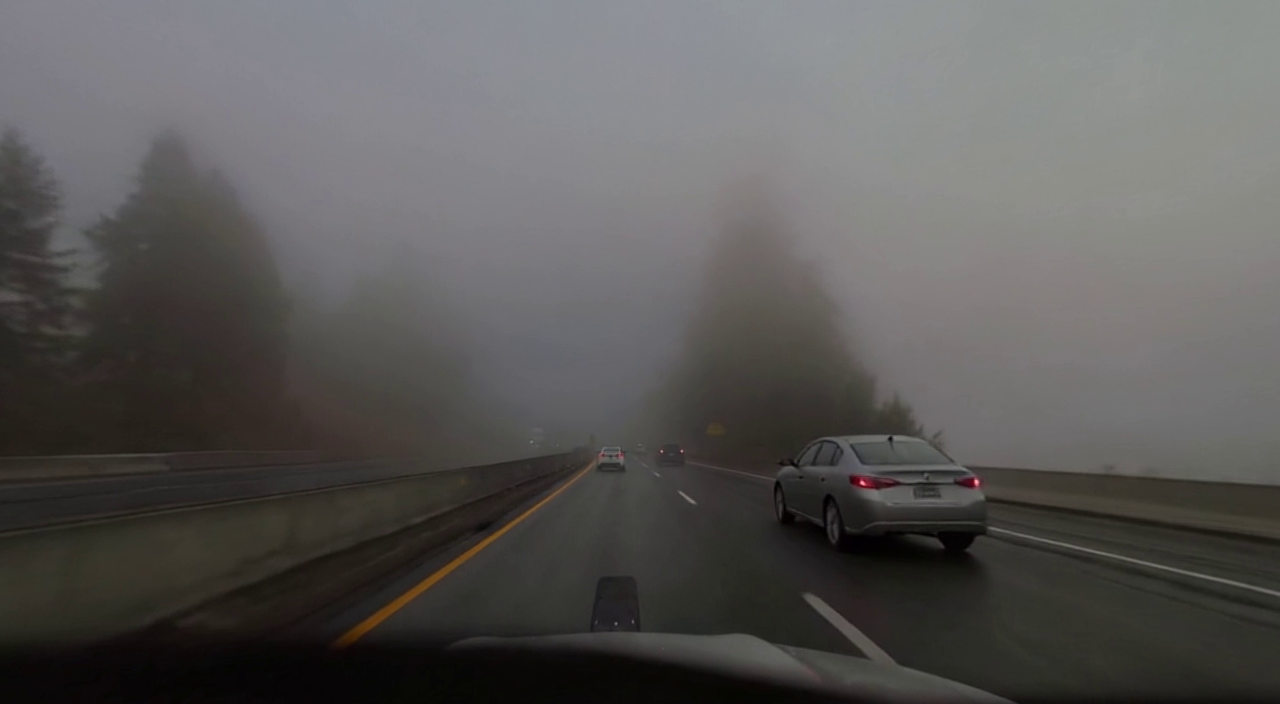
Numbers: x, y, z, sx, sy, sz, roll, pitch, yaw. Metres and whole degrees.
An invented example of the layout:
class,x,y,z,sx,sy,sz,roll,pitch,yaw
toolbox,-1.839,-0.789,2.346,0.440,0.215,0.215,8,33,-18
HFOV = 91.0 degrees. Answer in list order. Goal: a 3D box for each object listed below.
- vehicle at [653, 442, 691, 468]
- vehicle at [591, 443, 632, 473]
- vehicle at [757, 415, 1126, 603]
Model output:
class,x,y,z,sx,sy,sz,roll,pitch,yaw
vehicle,2.004,6.676,40.942,2.146,1.546,3.796,0,-8,-2
vehicle,-1.652,5.964,35.665,2.178,1.559,4.254,0,-8,-3
vehicle,3.071,1.718,7.985,2.055,1.566,5.046,0,-8,-2
